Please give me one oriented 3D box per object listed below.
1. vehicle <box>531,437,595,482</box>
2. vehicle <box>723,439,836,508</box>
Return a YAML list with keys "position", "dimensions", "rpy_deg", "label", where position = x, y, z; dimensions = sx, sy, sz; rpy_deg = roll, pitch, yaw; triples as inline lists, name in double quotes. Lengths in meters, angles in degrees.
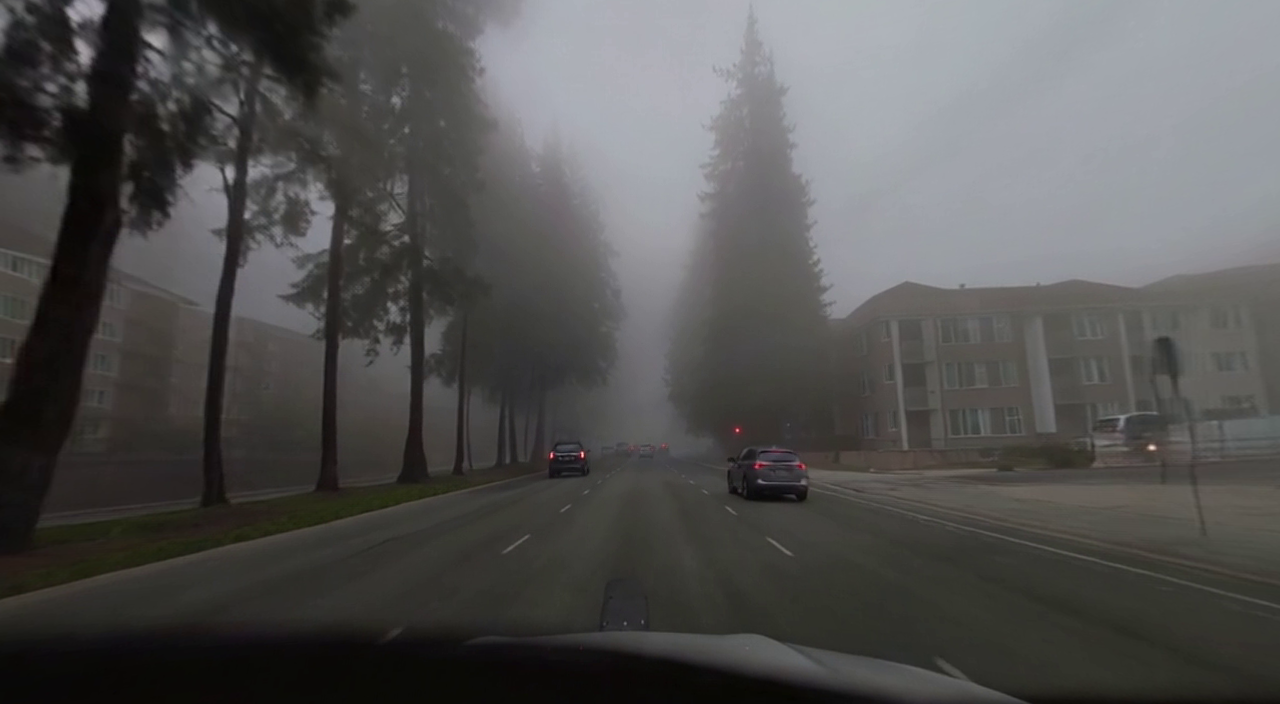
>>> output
- position: [-3.356, 4.817, 28.418]
  dimensions: [2.216, 1.828, 4.886]
  rpy_deg: [0, -9, 1]
  label: "vehicle"
- position: [3.430, 3.061, 16.389]
  dimensions: [1.945, 1.530, 4.320]
  rpy_deg: [0, -9, 0]
  label: "vehicle"
